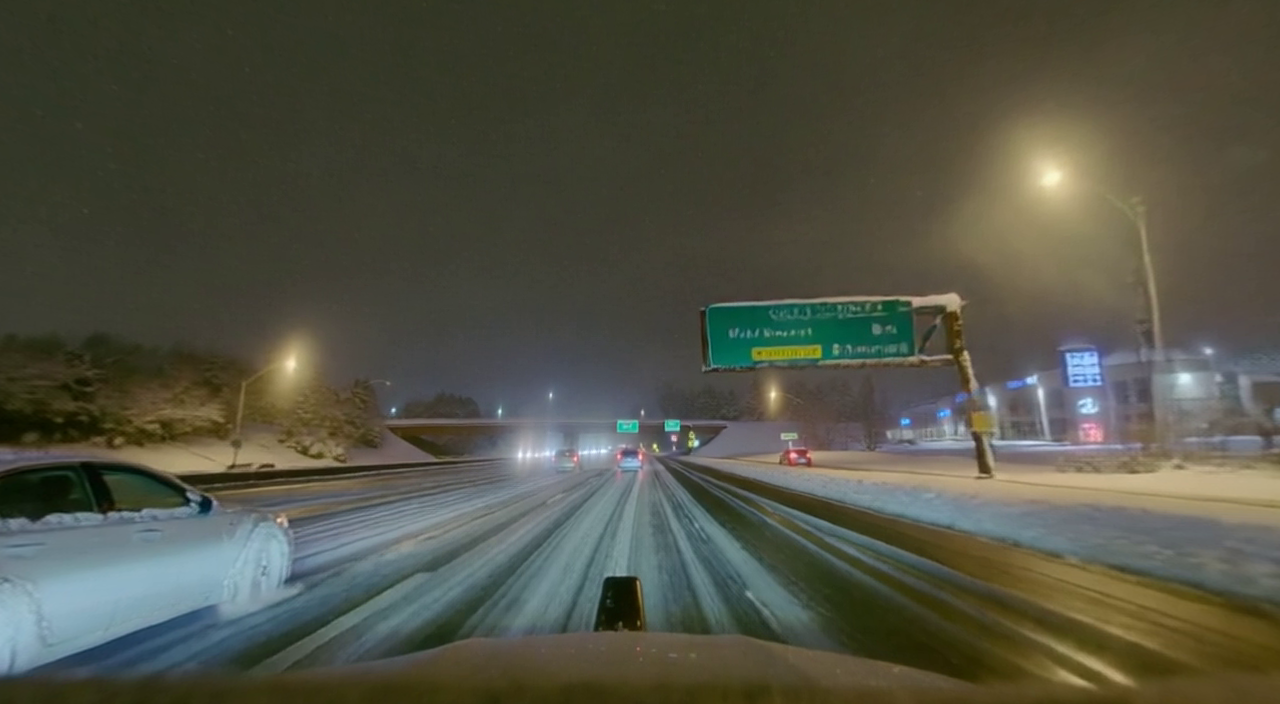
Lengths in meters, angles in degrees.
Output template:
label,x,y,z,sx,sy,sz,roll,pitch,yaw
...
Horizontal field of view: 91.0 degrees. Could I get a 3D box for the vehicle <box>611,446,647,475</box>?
label,x,y,z,sx,sy,sz,roll,pitch,yaw
vehicle,-0.615,6.597,38.439,2.102,1.692,4.057,0,-9,1

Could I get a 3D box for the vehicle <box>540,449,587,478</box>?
label,x,y,z,sx,sy,sz,roll,pitch,yaw
vehicle,-4.311,6.369,36.130,2.071,1.553,4.388,0,-9,2
